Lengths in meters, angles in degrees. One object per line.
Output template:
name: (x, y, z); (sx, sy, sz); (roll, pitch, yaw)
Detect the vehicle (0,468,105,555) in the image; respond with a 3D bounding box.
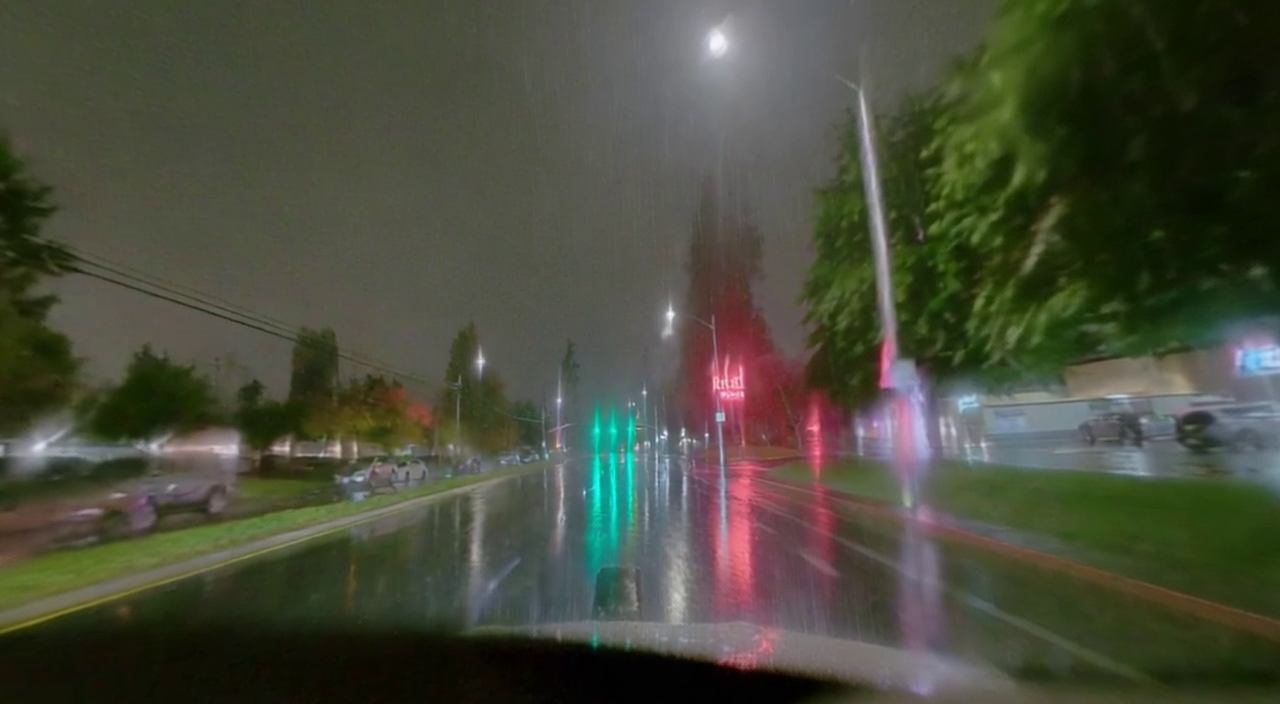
vehicle: (-12.447, 2.920, 11.394); (1.958, 1.457, 4.254); (0, -8, -2)

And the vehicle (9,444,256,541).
vehicle: (-12.661, 3.469, 16.413); (2.351, 1.905, 5.138); (-4, -9, -3)

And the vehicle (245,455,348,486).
vehicle: (-21.226, 7.323, 39.233); (5.007, 1.736, 2.350); (0, -8, -5)

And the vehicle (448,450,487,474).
vehicle: (-13.212, 8.431, 48.522); (1.953, 1.558, 3.839); (-5, -8, -3)

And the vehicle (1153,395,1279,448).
vehicle: (24.908, 2.830, 25.237); (2.392, 1.996, 6.238); (5, -10, -32)

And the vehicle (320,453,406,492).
vehicle: (-12.748, 5.522, 29.433); (1.897, 1.564, 4.875); (0, -8, -1)
